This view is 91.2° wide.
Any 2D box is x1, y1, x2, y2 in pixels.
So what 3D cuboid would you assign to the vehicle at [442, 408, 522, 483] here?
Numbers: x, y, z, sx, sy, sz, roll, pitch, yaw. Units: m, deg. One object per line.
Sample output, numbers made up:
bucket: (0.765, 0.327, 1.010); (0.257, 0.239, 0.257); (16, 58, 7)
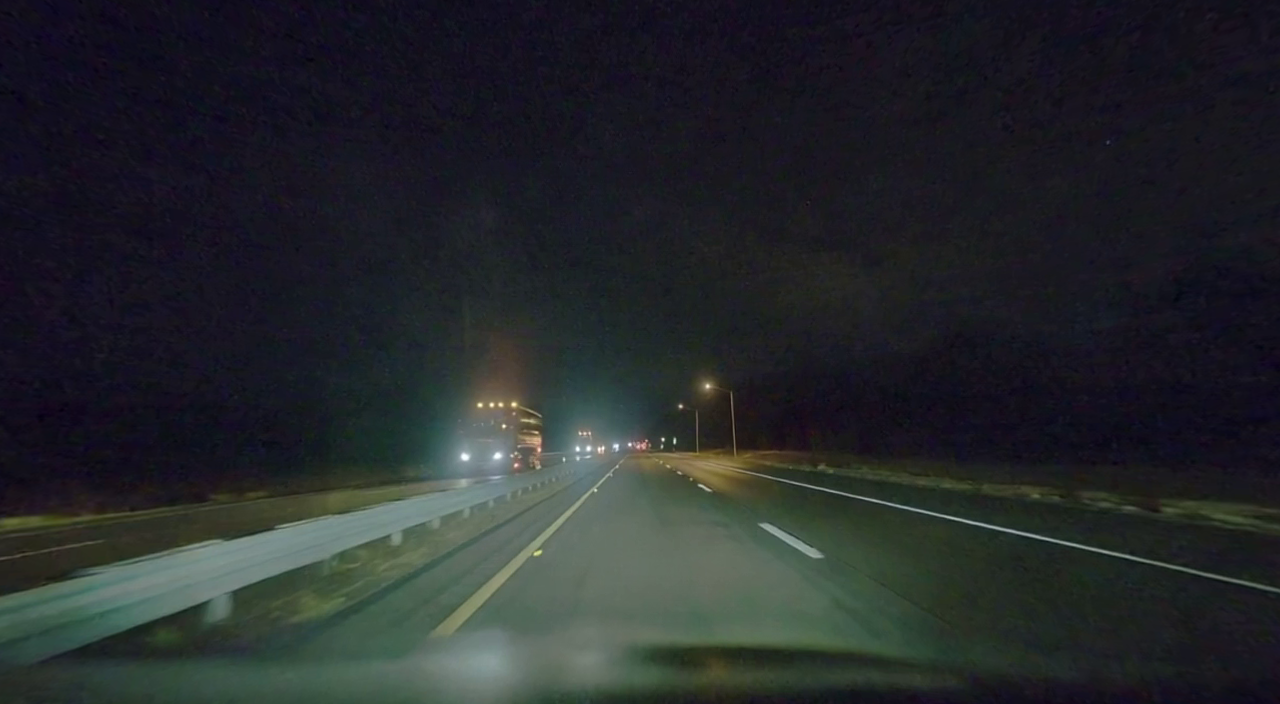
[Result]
vehicle: (-8.776, 5.331, 35.667); (3.025, 3.871, 5.988); (0, -9, -1)
